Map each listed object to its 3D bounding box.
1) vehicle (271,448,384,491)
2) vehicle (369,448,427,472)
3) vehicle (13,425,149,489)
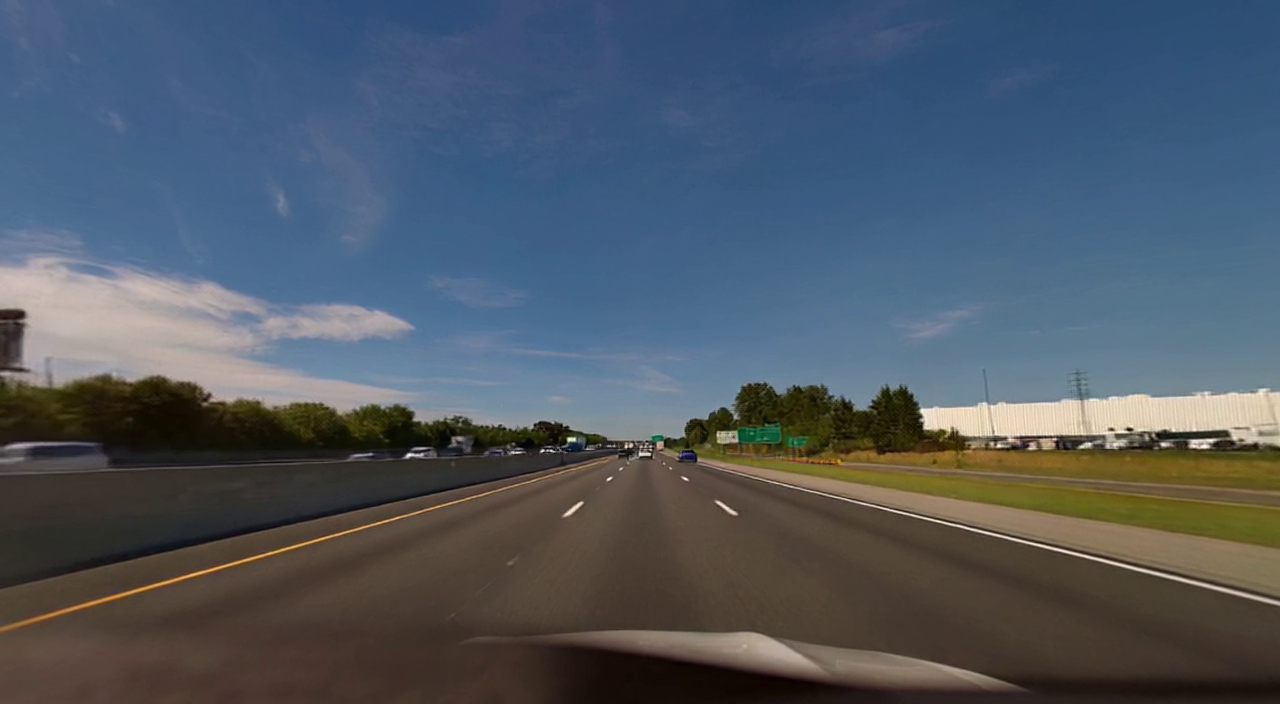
[{"bbox_3d":[-11.364,4.286,23.336,1.894,1.437,4.443,0,-9,0],"label":"vehicle"},{"bbox_3d":[-16.064,7.191,42.145,1.903,1.504,4.720,-1,-9,1],"label":"vehicle"},{"bbox_3d":[-20.212,3.808,22.993,1.890,2.116,3.173,0,-9,1],"label":"vehicle"}]
